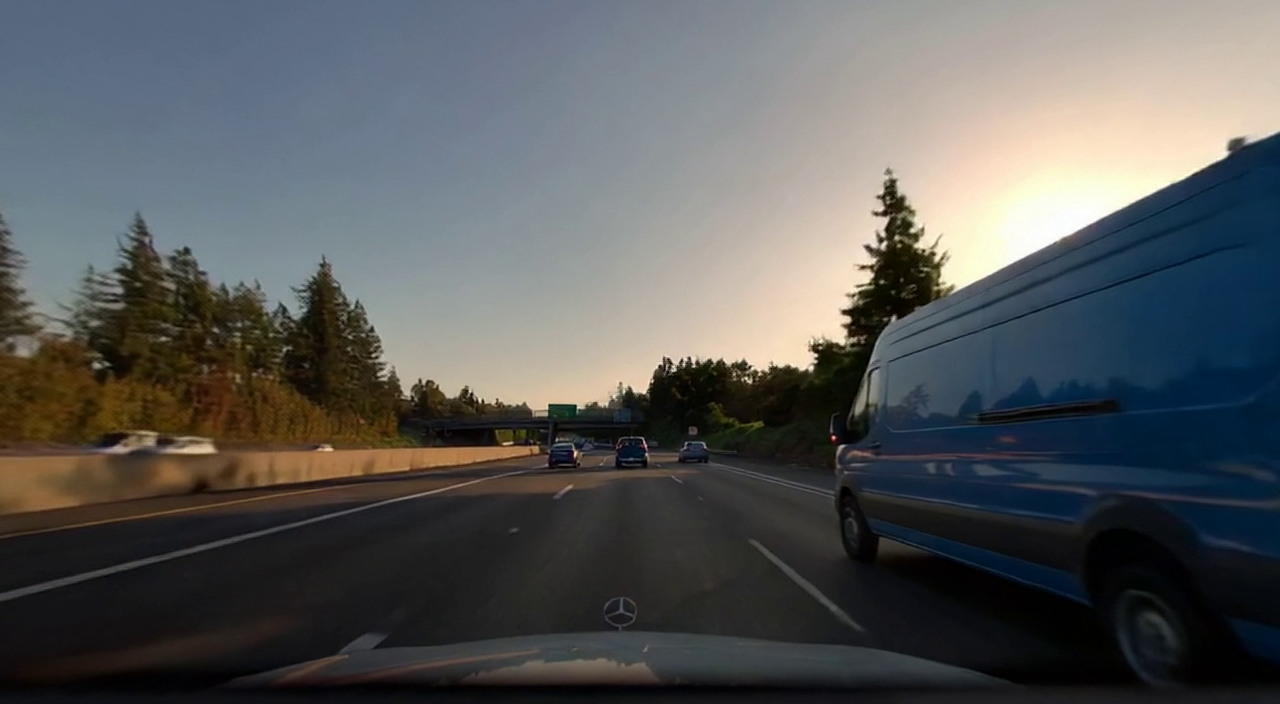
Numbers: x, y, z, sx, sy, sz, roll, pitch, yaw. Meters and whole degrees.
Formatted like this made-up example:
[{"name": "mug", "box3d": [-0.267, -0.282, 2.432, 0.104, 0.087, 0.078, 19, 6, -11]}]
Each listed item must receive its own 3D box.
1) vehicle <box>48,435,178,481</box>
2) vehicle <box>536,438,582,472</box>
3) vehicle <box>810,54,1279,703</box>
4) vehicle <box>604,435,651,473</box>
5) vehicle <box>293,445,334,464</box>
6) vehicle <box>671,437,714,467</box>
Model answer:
[{"name": "vehicle", "box3d": [-18.221, 3.659, 22.057, 1.573, 1.473, 3.348, 0, -8, 0]}, {"name": "vehicle", "box3d": [-4.407, 5.677, 35.019, 2.023, 1.709, 4.263, 0, -8, 0]}, {"name": "vehicle", "box3d": [3.536, 0.634, 4.511, 2.631, 2.709, 6.496, 0, -8, -2]}, {"name": "vehicle", "box3d": [-0.638, 5.249, 32.757, 2.297, 1.783, 4.355, 0, -8, -1]}, {"name": "vehicle", "box3d": [-25.278, 7.931, 49.050, 1.448, 1.423, 3.208, 0, -8, 0]}, {"name": "vehicle", "box3d": [3.262, 6.340, 40.066, 2.160, 1.759, 4.214, 0, -8, -2]}]
